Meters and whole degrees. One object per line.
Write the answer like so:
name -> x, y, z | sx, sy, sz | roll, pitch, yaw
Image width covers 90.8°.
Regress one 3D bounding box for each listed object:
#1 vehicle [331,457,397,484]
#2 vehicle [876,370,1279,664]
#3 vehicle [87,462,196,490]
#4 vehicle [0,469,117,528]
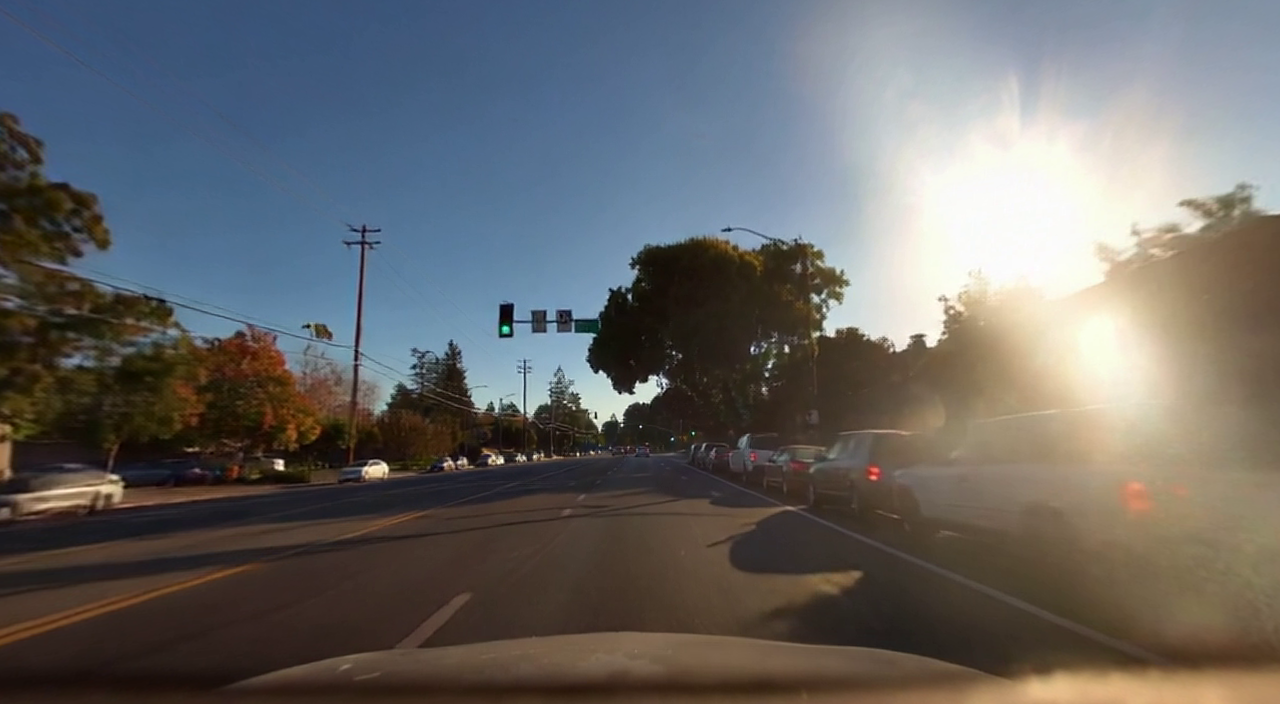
vehicle -> -17.572, 7.542, 40.506 | 2.039, 1.508, 4.613 | -1, -9, 1
vehicle -> 4.521, 1.415, 6.589 | 2.078, 1.837, 5.088 | 0, -9, 0
vehicle -> -28.098, 6.979, 35.691 | 4.532, 1.456, 1.853 | 0, -9, 0
vehicle -> -17.650, 4.168, 17.972 | 1.831, 1.428, 4.456 | -3, -9, -1
